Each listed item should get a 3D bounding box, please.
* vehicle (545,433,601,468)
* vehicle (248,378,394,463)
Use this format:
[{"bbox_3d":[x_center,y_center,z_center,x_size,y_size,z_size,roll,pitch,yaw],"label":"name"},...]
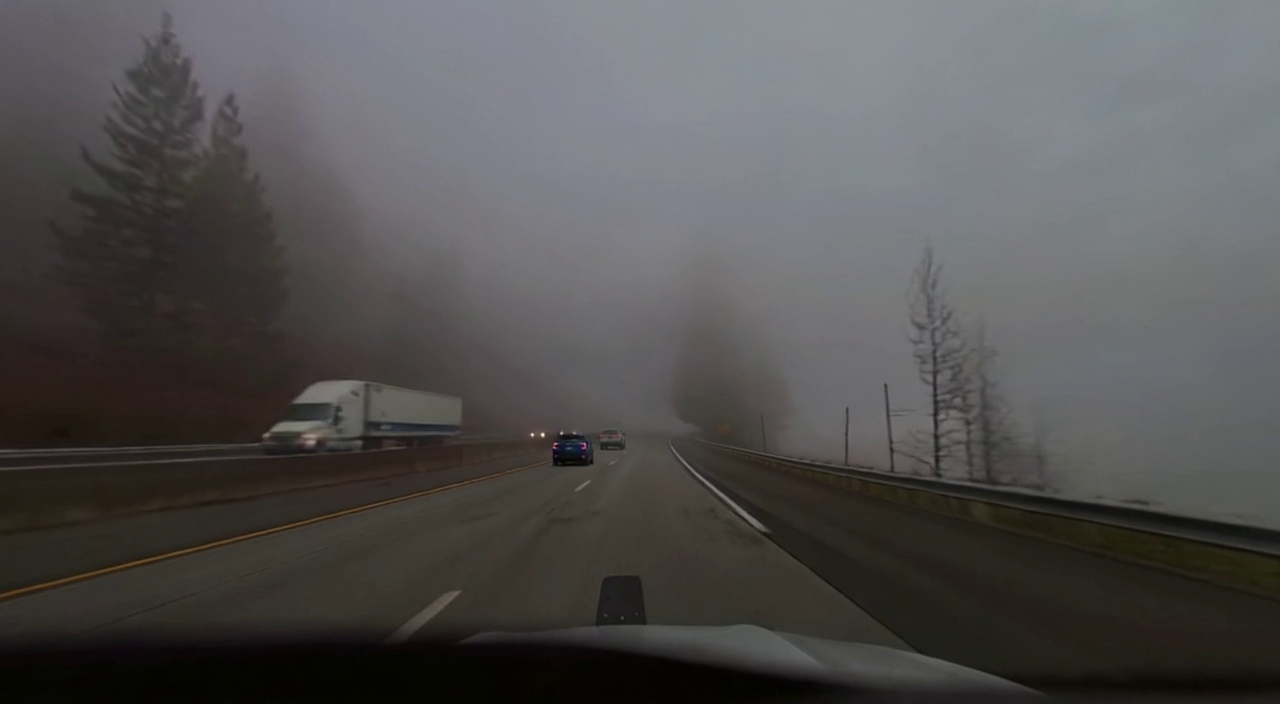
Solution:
[{"bbox_3d":[-3.147,4.771,30.535,2.053,1.589,4.671,0,-8,2],"label":"vehicle"},{"bbox_3d":[-16.952,3.907,34.376,3.145,4.014,8.683,0,-8,2],"label":"vehicle"}]
